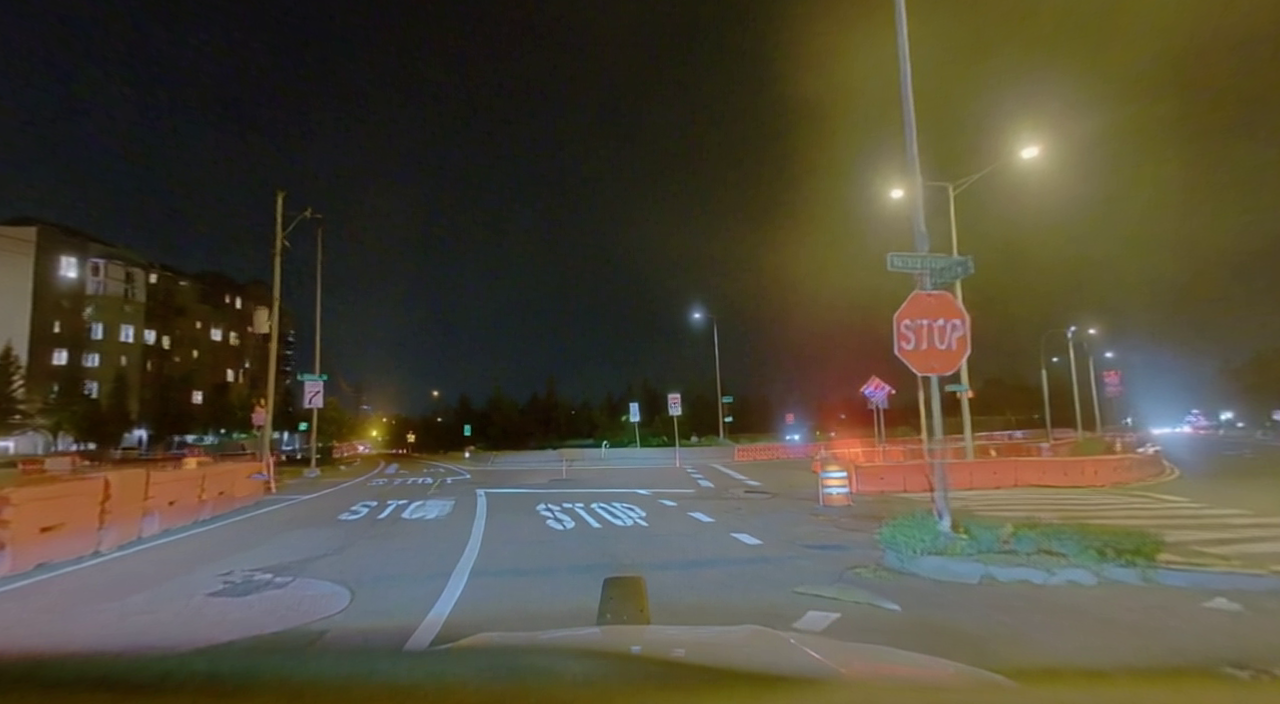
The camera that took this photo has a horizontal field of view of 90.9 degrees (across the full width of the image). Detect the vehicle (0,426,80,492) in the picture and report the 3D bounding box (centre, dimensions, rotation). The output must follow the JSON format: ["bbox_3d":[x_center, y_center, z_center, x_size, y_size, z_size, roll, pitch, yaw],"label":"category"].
[{"bbox_3d":[-18.230,3.126,18.667,2.159,1.734,4.292,8,-12,-43],"label":"vehicle"}]

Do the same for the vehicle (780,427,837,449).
[{"bbox_3d":[13.374,6.827,49.963,4.302,1.628,1.957,5,-10,-33],"label":"vehicle"}]
